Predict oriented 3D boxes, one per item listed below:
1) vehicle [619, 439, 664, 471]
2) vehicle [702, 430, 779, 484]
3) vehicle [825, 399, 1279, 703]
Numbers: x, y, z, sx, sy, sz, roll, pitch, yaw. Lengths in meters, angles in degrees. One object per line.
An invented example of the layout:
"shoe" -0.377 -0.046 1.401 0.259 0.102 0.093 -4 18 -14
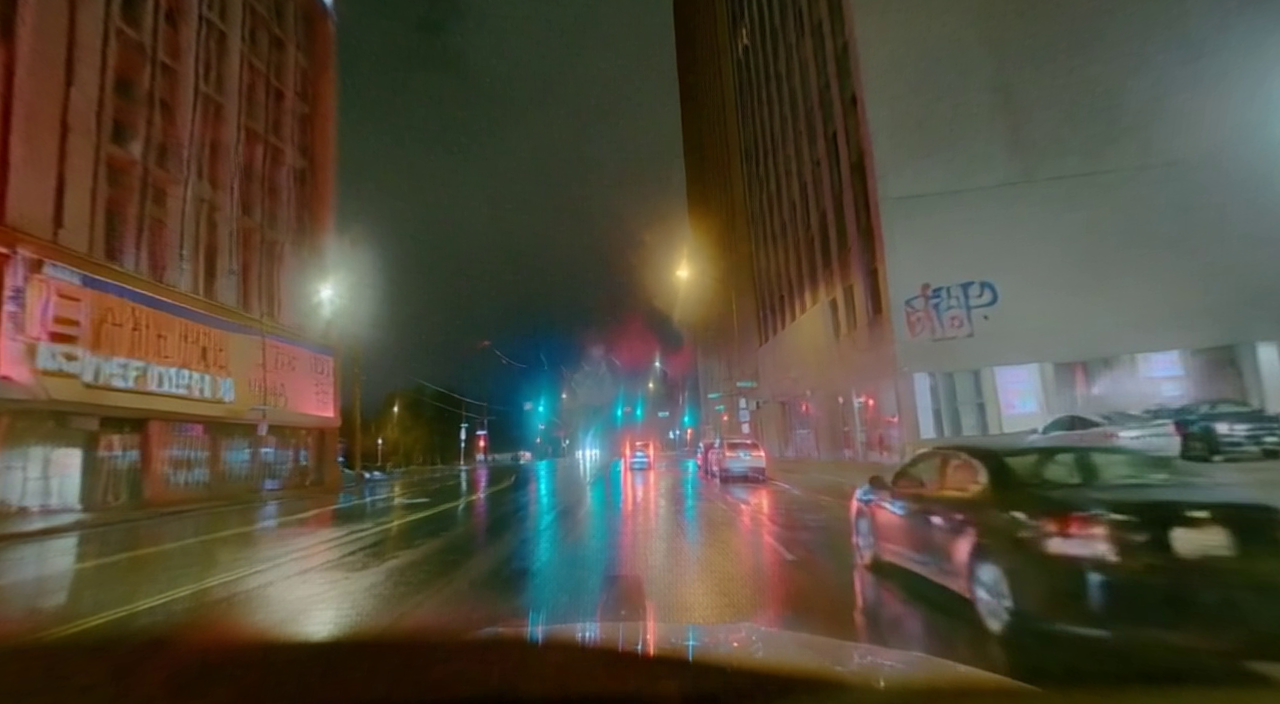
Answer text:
"vehicle" 0.089 5.228 32.170 2.153 1.505 4.452 0 -8 0
"vehicle" 3.444 3.706 22.371 1.938 1.714 4.402 0 -8 0
"vehicle" 3.163 1.307 5.122 2.062 1.535 4.206 0 -8 1
